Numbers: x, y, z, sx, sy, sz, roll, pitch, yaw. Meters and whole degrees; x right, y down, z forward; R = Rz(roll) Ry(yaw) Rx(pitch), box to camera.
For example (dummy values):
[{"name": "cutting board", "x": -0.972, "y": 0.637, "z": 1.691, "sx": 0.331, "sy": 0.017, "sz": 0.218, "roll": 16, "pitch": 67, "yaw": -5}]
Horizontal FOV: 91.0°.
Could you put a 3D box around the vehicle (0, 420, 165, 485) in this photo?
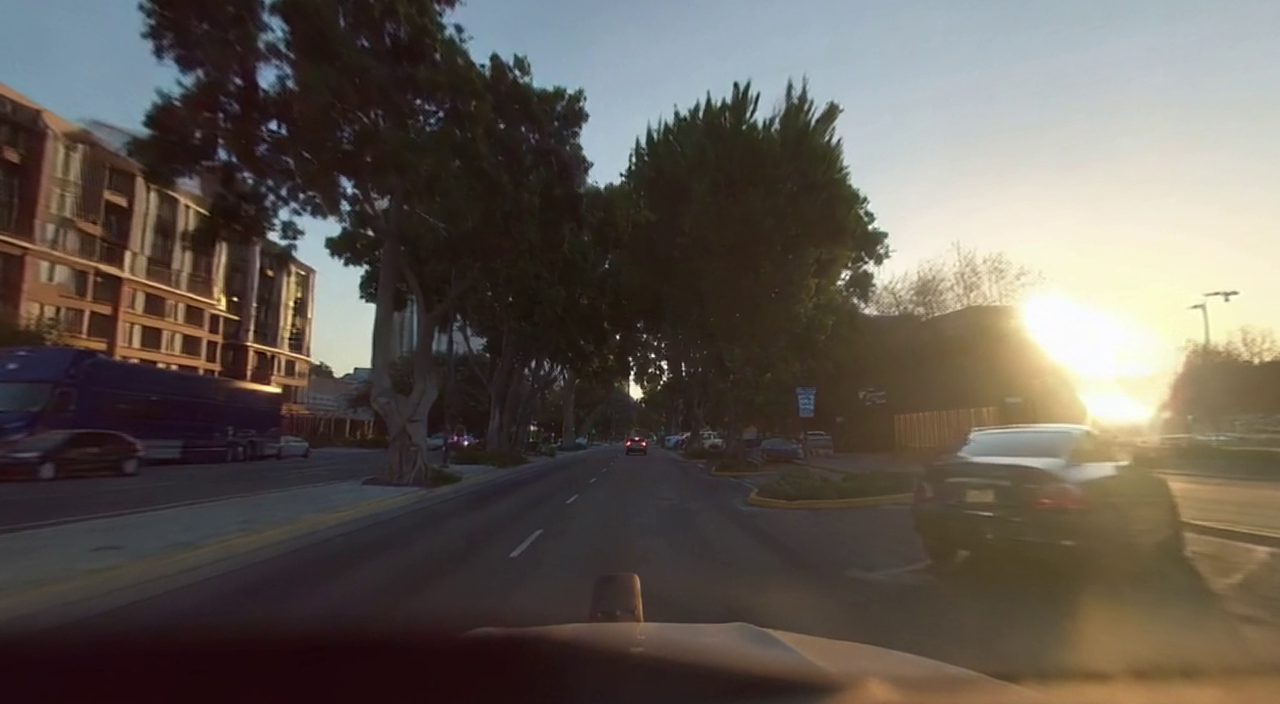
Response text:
[{"name": "vehicle", "x": -15.377, "y": 2.626, "z": 16.672, "sx": 1.909, "sy": 1.465, "sz": 4.758, "roll": 0, "pitch": -8, "yaw": -1}]

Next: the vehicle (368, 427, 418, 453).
[{"name": "vehicle", "x": -19.057, "y": 6.826, "z": 48.838, "sx": 1.963, "sy": 1.843, "sz": 4.866, "roll": -1, "pitch": -8, "yaw": -1}]

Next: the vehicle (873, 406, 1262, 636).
[{"name": "vehicle", "x": 4.539, "y": 1.401, "z": 6.368, "sx": 4.720, "sy": 1.487, "sz": 1.876, "roll": 6, "pitch": -10, "yaw": -39}]

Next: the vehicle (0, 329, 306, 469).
[{"name": "vehicle", "x": -18.858, "y": 2.347, "z": 25.575, "sx": 3.054, "sy": 4.140, "sz": 14.110, "roll": -1, "pitch": -8, "yaw": -1}]

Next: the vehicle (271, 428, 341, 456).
[{"name": "vehicle", "x": -18.944, "y": 5.136, "z": 35.913, "sx": 1.828, "sy": 1.502, "sz": 4.103, "roll": 0, "pitch": -8, "yaw": -1}]

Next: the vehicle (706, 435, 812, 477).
[{"name": "vehicle", "x": 4.614, "y": 3.961, "z": 24.287, "sx": 3.896, "sy": 1.488, "sz": 1.868, "roll": 6, "pitch": -10, "yaw": -38}]
